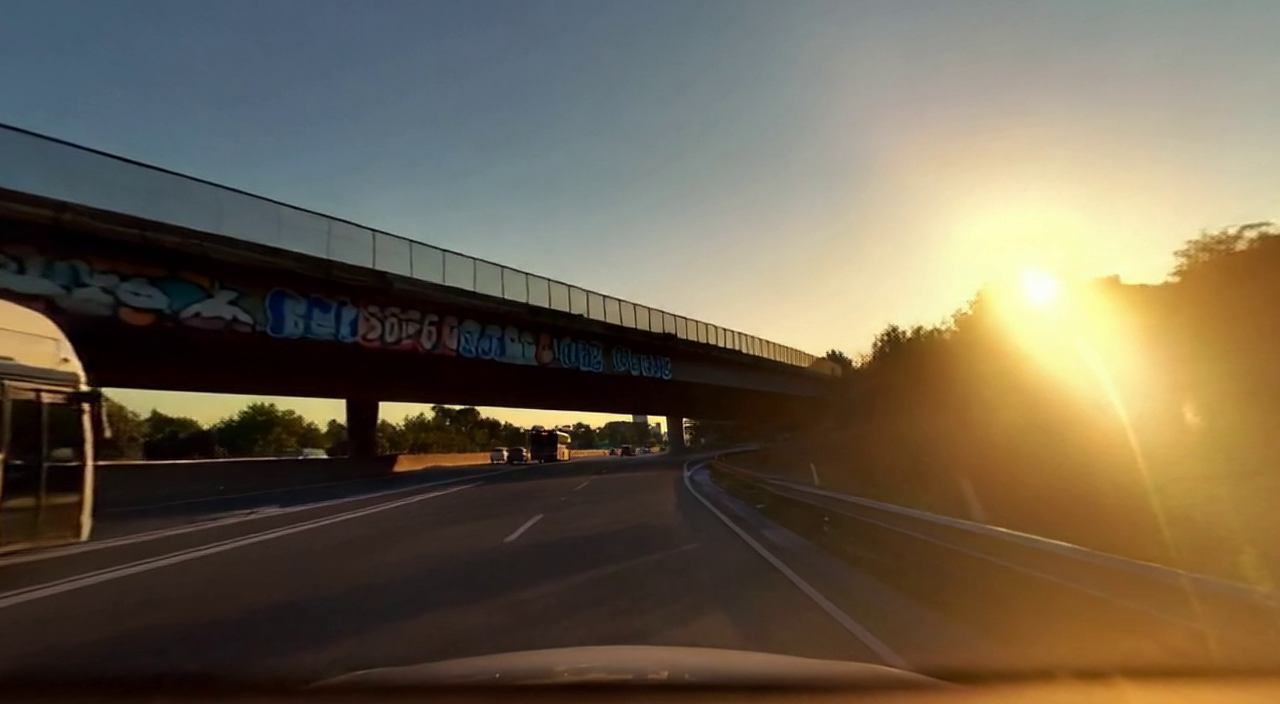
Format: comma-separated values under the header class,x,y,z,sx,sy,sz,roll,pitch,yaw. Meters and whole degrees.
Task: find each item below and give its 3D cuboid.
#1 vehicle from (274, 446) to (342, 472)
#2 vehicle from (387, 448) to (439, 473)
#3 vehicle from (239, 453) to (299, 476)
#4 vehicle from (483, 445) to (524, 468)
class,x,y,z,sx,sy,sz,roll,pitch,yaw
vehicle,-22.273,7.174,42.609,1.999,1.640,4.855,0,-9,-1
vehicle,-14.300,6.873,40.015,1.878,1.470,3.825,0,-9,0
vehicle,-25.331,7.678,43.233,1.701,1.390,4.014,0,-9,-1
vehicle,-10.154,7.806,47.191,1.979,1.600,4.516,0,-9,1
